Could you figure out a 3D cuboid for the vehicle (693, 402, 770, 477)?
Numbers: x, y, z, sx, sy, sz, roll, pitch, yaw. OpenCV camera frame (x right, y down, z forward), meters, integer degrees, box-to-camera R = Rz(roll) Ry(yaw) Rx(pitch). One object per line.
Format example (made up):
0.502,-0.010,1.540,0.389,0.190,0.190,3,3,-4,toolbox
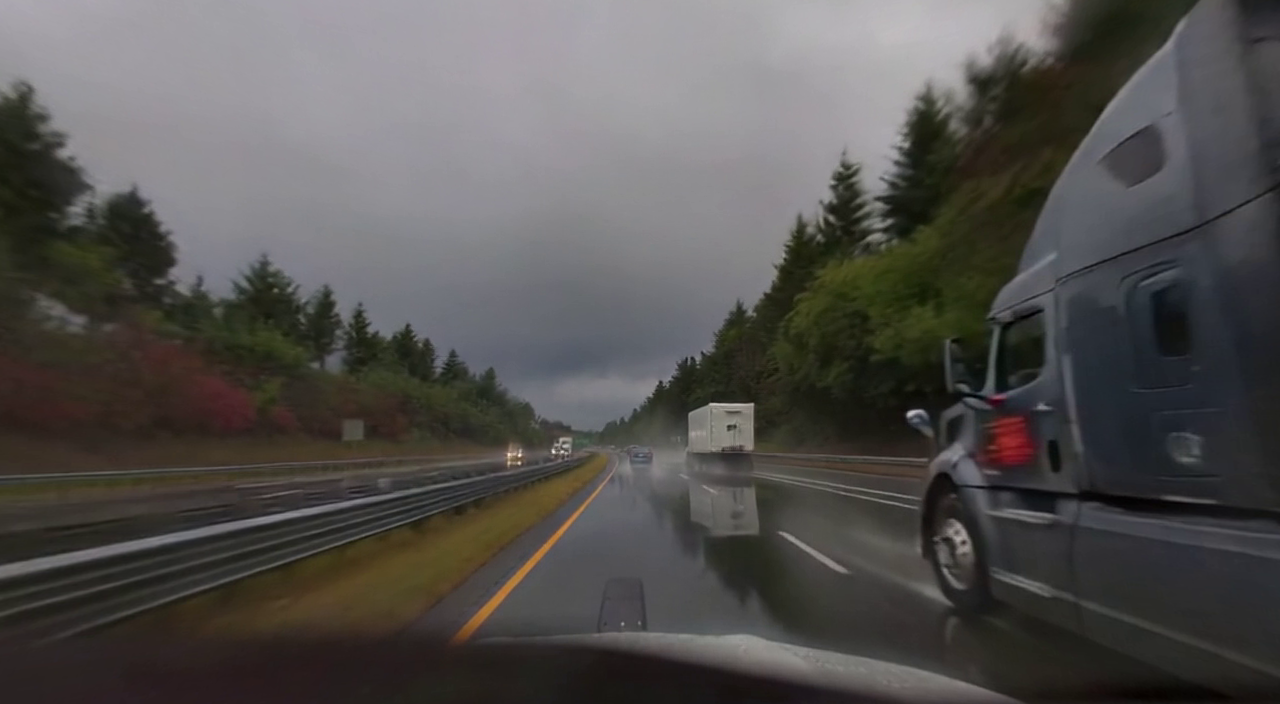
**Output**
4.286,4.304,30.749,2.684,3.263,5.865,0,-9,-2,vehicle

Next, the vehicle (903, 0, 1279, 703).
3.794,-0.218,2.241,3.025,3.897,5.853,0,-9,0,vehicle

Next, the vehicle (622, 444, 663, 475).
0.106,5.638,33.360,2.051,1.513,4.511,0,-9,-1,vehicle
